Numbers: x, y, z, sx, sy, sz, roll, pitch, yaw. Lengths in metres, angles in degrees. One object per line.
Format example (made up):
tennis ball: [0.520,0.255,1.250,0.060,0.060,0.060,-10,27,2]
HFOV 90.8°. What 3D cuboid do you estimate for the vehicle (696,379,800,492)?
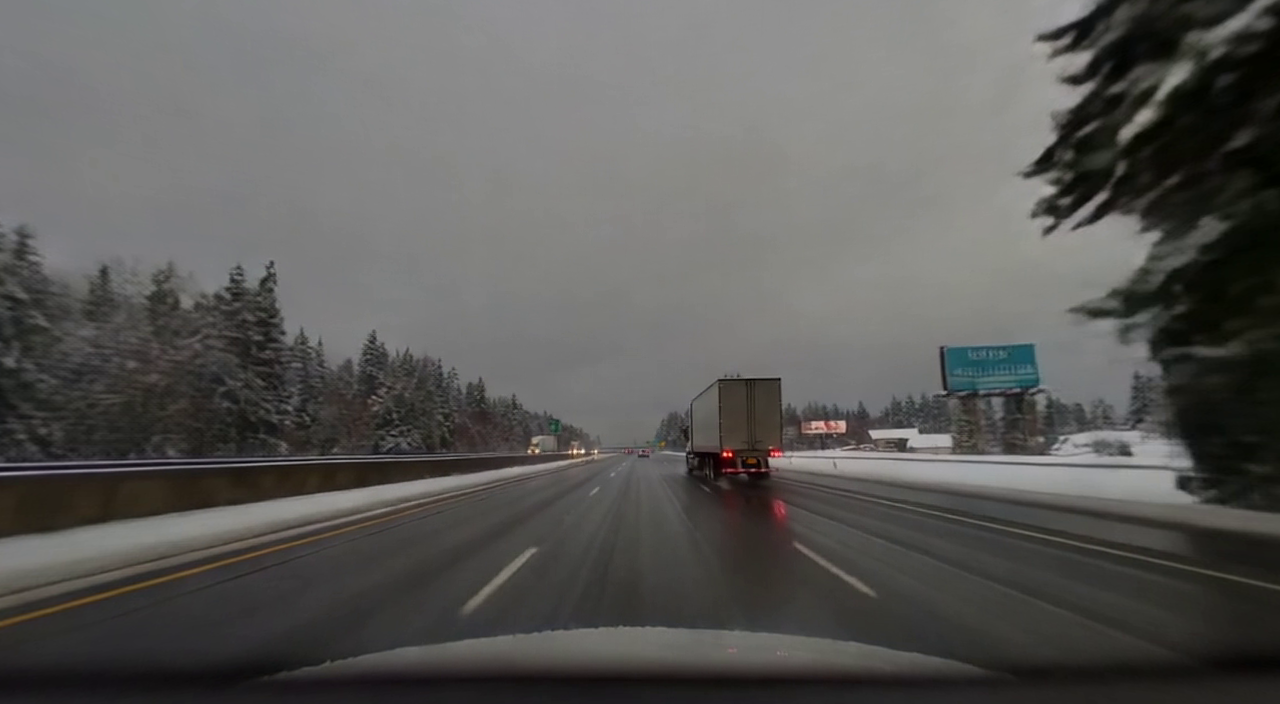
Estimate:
vehicle: [4.698,4.116,30.494,3.058,4.312,12.251,0,-9,1]
